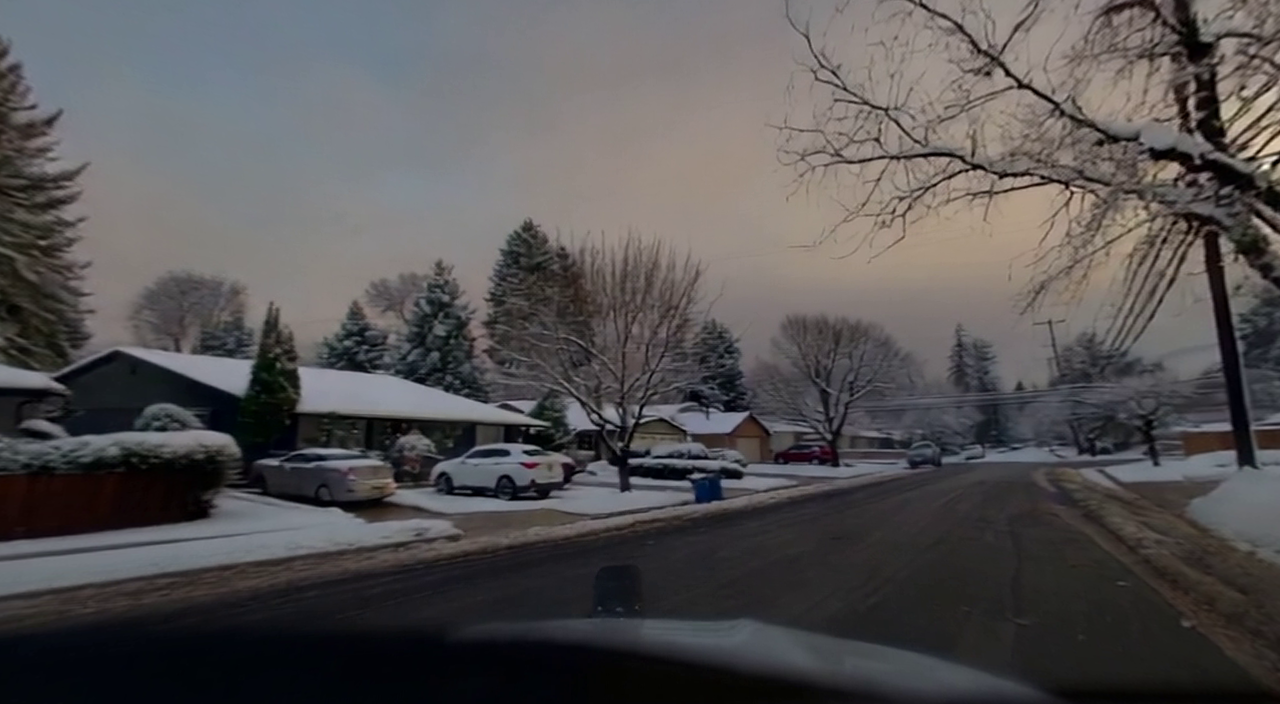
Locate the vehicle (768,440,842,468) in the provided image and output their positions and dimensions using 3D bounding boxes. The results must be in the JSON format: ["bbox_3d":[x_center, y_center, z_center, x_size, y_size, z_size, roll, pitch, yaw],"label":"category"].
[{"bbox_3d":[12.511,7.700,47.984,5.033,1.997,2.126,-5,-10,30],"label":"vehicle"}]
